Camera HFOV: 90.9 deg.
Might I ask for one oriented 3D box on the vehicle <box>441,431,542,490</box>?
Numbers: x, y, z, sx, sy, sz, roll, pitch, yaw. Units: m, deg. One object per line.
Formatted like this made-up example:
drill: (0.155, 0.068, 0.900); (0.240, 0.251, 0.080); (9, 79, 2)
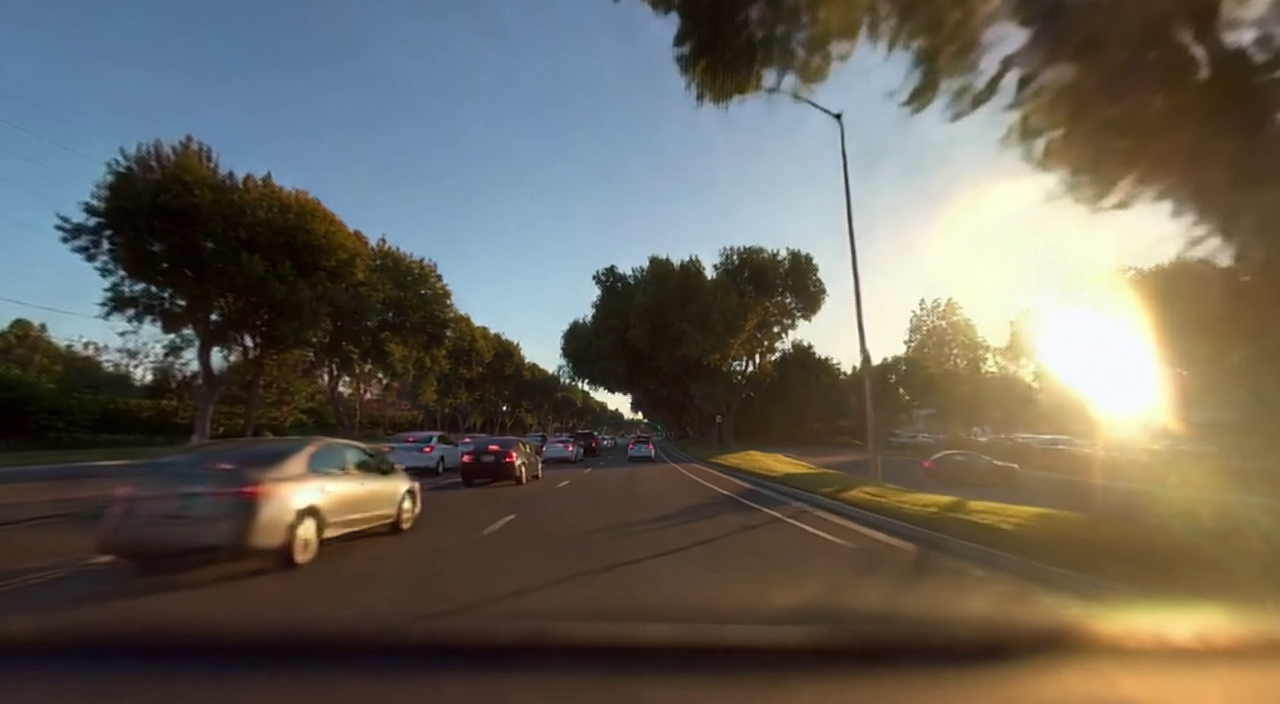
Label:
vehicle: (-4.213, 3.130, 18.638); (1.871, 1.502, 4.240); (-1, -8, 1)

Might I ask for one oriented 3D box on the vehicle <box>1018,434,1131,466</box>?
vehicle: (28.130, 6.348, 40.931); (5.741, 1.952, 2.128); (0, -8, -2)

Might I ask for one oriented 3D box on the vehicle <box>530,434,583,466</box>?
vehicle: (-4.150, 4.926, 31.931); (1.975, 1.447, 4.356); (-1, -8, 2)

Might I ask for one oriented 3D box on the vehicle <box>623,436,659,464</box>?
vehicle: (0.040, 5.442, 35.280); (1.875, 1.453, 3.888); (-1, -8, 0)

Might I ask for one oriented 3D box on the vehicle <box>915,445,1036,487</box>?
vehicle: (14.841, 5.038, 28.073); (4.265, 1.693, 1.902); (0, -8, -1)

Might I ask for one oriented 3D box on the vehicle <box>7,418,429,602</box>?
vehicle: (-4.260, 1.624, 7.521); (1.904, 1.496, 4.481); (-1, -8, 1)
